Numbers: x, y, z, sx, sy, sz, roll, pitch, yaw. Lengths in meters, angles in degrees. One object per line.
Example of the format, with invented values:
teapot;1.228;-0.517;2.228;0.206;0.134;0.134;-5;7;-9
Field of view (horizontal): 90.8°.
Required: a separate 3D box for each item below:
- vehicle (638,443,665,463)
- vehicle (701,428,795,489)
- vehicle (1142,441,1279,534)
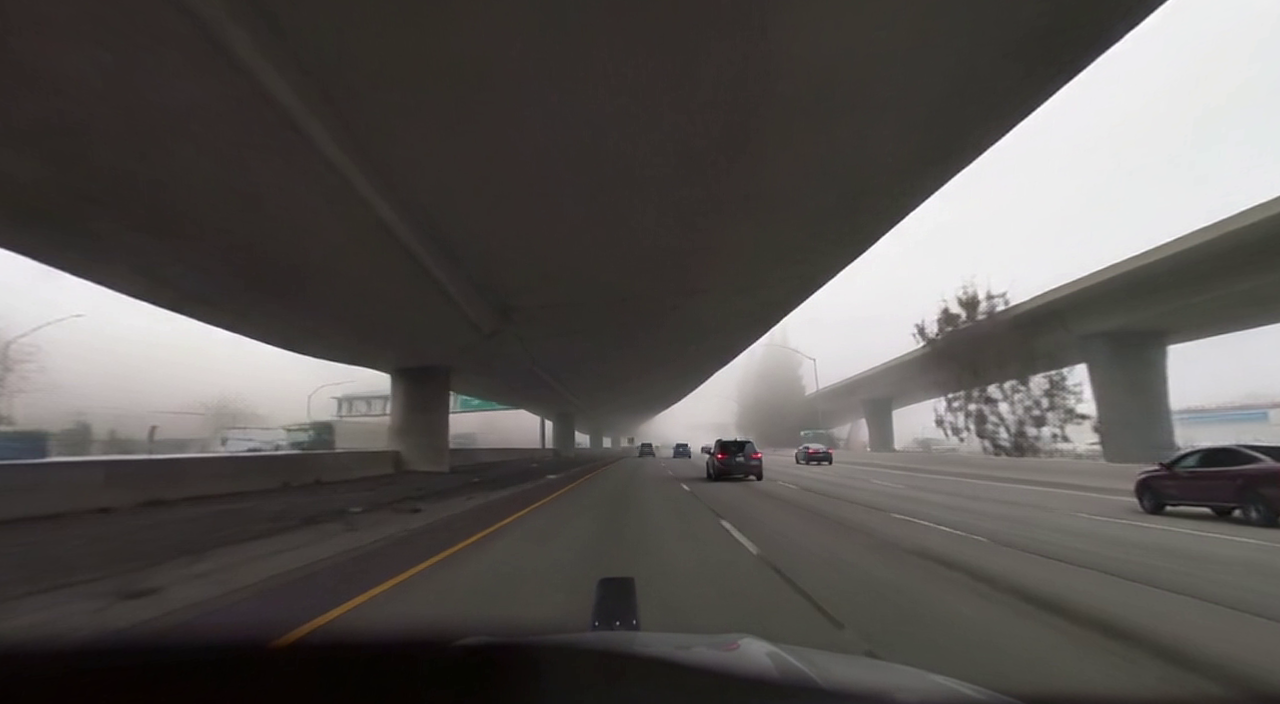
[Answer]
vehicle;0.887;7.828;48.997;2.046;1.475;3.784;-1;-9;1
vehicle;3.414;3.521;21.114;2.226;1.779;4.835;0;-9;-1
vehicle;11.014;2.192;10.395;1.827;1.448;4.370;0;-9;-1
